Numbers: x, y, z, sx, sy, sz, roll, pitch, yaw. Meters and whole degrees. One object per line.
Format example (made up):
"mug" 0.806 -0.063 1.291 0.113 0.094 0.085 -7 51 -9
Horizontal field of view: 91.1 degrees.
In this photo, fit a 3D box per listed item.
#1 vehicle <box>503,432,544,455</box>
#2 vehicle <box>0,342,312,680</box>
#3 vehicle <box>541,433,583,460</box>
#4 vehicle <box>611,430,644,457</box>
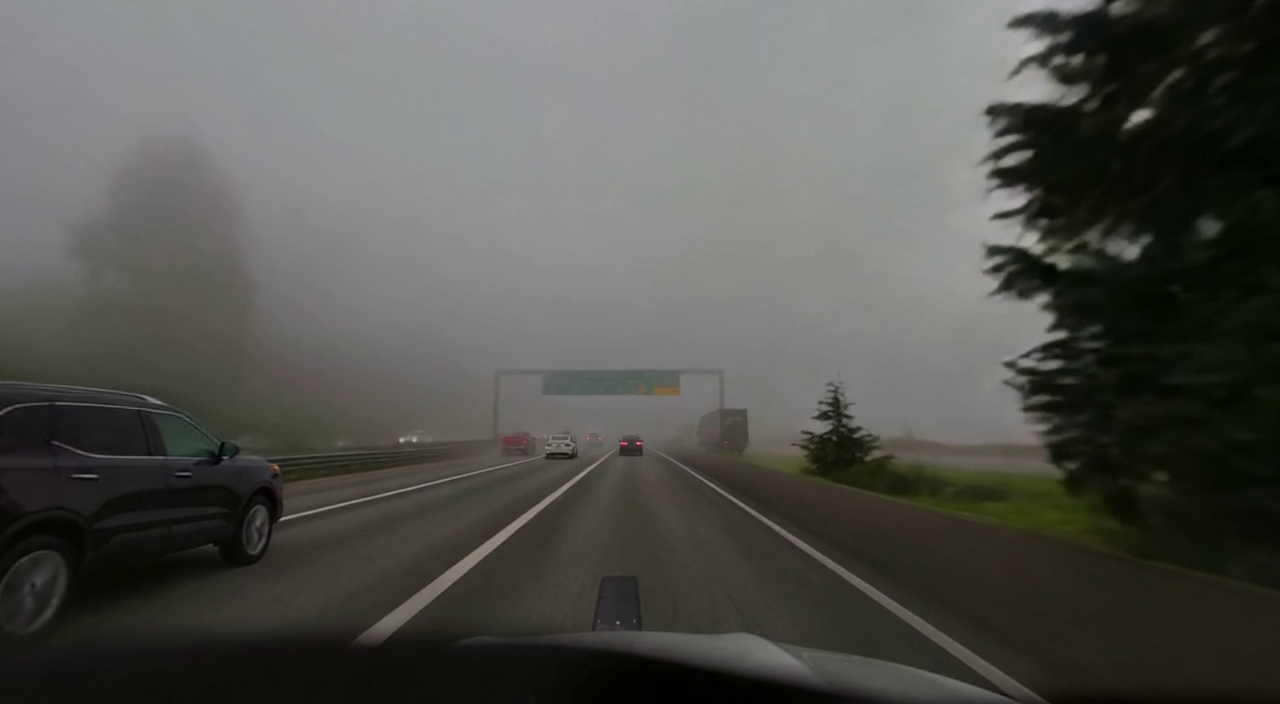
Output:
"vehicle" -8.249 6.533 44.983 1.953 1.524 4.863 0 -8 0
"vehicle" -4.479 1.006 4.478 1.971 1.822 4.366 0 -8 -1
"vehicle" -4.389 5.359 35.854 1.909 1.445 4.087 0 -8 0
"vehicle" -0.743 5.753 39.573 2.002 1.611 3.778 0 -8 0
